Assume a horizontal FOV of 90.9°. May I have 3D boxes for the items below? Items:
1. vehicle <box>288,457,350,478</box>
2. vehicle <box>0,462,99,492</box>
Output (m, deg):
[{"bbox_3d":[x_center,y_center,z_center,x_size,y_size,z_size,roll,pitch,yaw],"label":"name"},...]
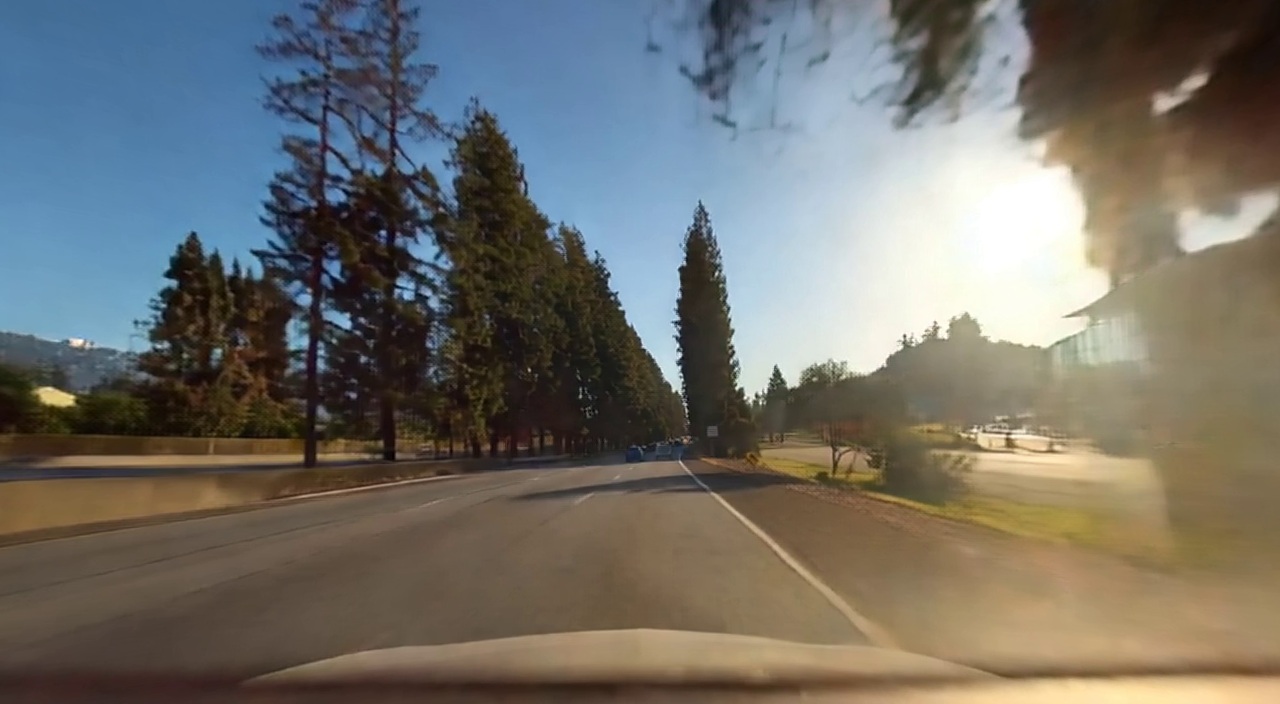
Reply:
[{"bbox_3d":[-24.993,8.968,49.297,1.964,1.444,4.565,-2,-8,8],"label":"vehicle"},{"bbox_3d":[-34.691,7.249,36.831,1.852,1.443,4.431,-2,-8,8],"label":"vehicle"}]
